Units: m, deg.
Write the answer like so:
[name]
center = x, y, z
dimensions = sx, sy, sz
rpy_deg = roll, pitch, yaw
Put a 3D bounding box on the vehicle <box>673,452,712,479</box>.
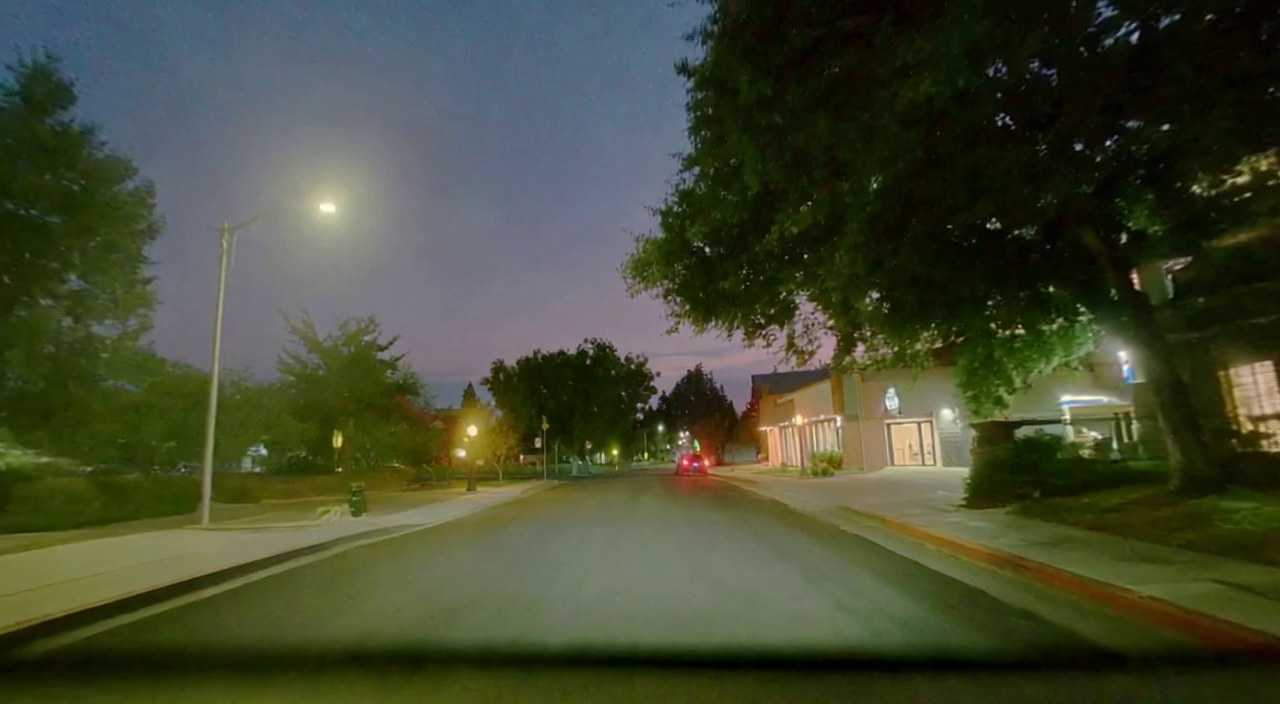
[vehicle]
center = 3.162, 6.967, 39.027
dimensions = 2.064, 1.532, 4.596
rpy_deg = 0, -8, 1
